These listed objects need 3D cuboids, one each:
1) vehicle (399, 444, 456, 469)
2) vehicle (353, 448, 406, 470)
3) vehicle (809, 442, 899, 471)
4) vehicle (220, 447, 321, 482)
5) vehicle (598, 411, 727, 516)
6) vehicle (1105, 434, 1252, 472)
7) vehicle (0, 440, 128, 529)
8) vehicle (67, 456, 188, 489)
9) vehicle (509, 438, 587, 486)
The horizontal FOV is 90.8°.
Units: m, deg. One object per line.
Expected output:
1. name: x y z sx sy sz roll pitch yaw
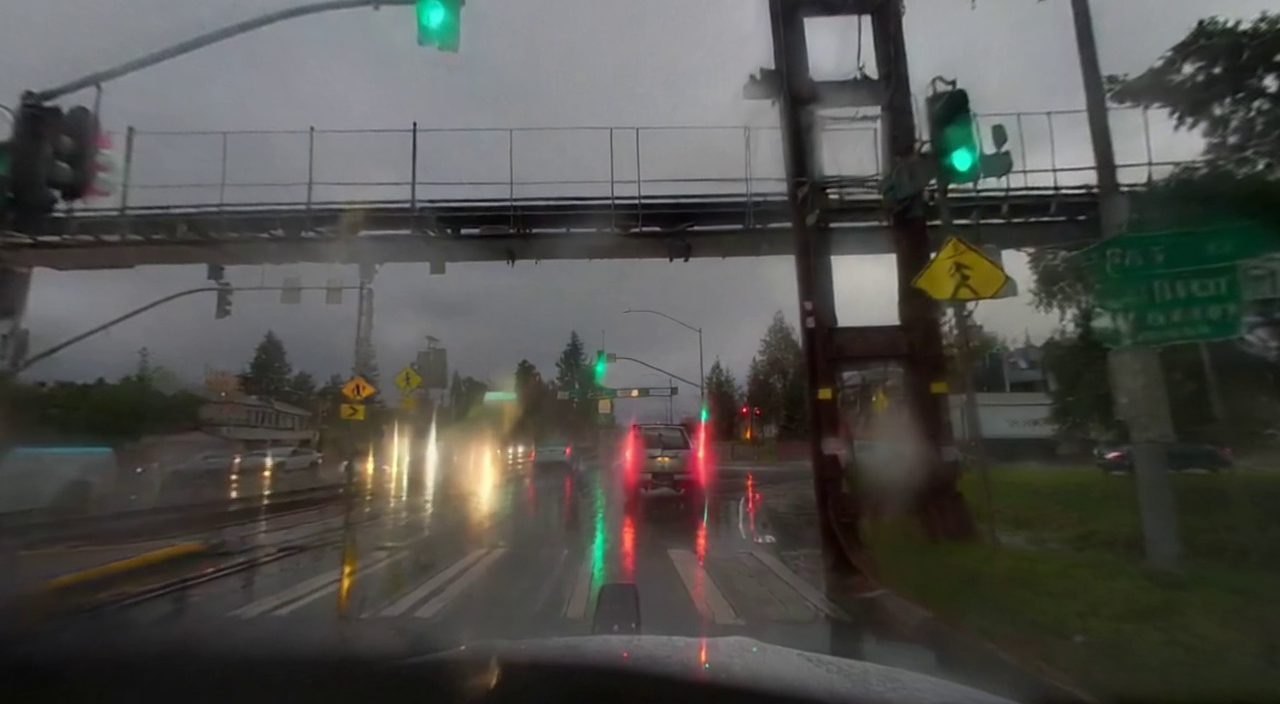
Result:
1. vehicle: -13.372 6.608 40.068 2.027 1.482 4.711 0 -9 -1
2. vehicle: -17.346 7.111 42.258 1.880 1.377 4.201 1 -9 -1
3. vehicle: 11.764 5.724 34.699 4.412 1.494 2.136 5 -10 -27
4. vehicle: -17.125 5.207 29.605 1.964 1.465 4.638 0 -9 -1
5. vehicle: 0.585 2.472 14.506 2.404 1.926 5.251 0 -9 4
6. vehicle: 29.092 5.486 34.250 5.980 1.933 2.401 1 -9 -5
7. vehicle: -12.610 2.486 12.003 1.945 1.590 4.651 1 -9 -2
8. vehicle: -24.943 5.818 30.810 4.688 1.448 2.028 -2 -9 13
9. vehicle: -3.126 3.865 22.570 2.004 1.482 4.799 0 -9 1
